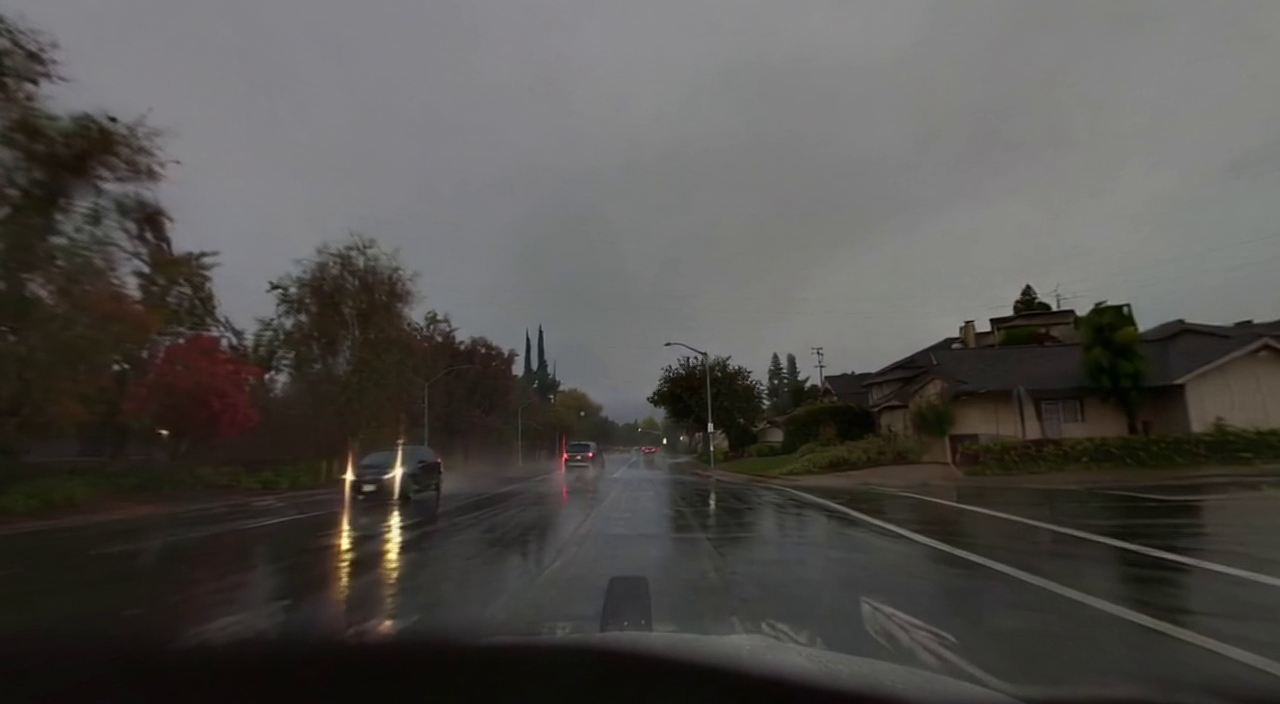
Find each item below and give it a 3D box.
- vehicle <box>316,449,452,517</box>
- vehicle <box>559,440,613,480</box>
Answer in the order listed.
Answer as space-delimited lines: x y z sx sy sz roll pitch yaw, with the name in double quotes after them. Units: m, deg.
-6.535 3.347 16.652 1.972 1.514 4.241 1 -8 -3 "vehicle"
-2.574 5.255 30.995 2.190 1.766 4.394 0 -8 1 "vehicle"
